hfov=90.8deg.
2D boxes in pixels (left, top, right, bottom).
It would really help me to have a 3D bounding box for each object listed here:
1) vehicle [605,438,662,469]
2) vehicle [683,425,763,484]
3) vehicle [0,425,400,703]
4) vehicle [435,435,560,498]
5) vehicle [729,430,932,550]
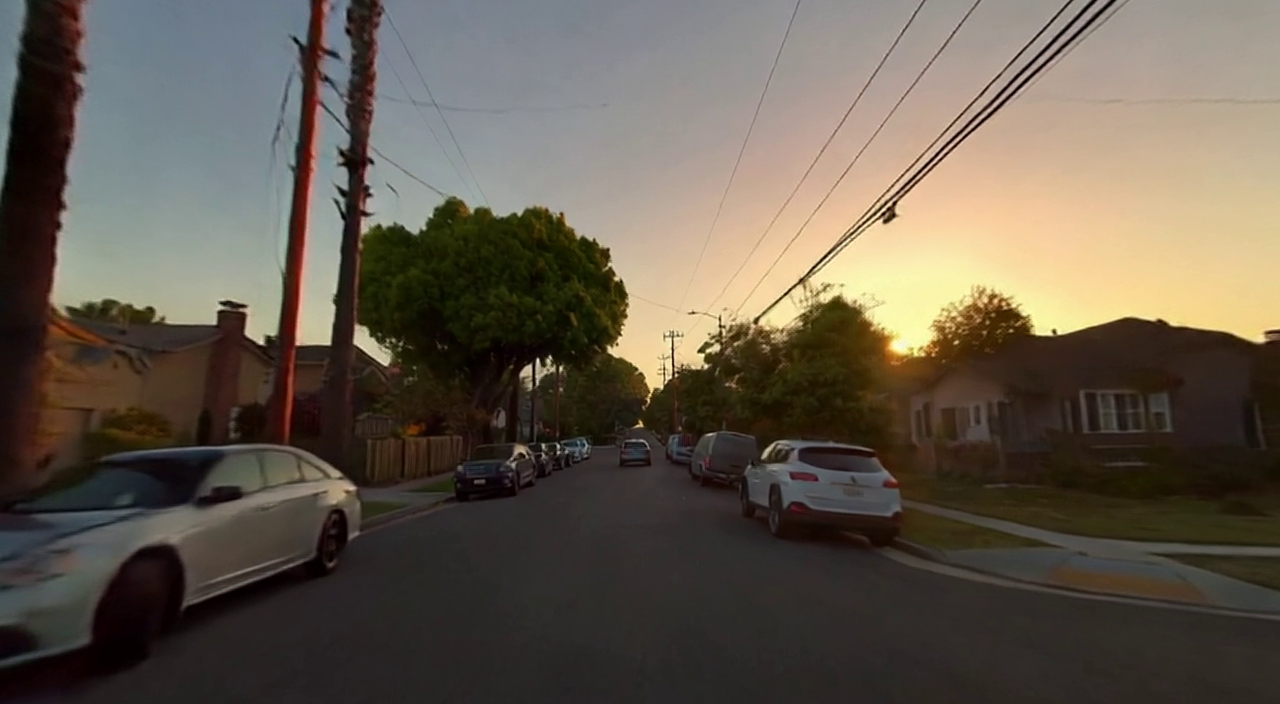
[{"bbox_3d":[-0.432,5.299,33.297,2.081,1.483,4.599,2,-8,-12],"label":"vehicle"},{"bbox_3d":[3.005,3.903,24.258,2.292,1.981,5.277,0,-8,-1],"label":"vehicle"},{"bbox_3d":[-4.156,1.546,5.948,1.769,1.551,5.040,0,-8,0],"label":"vehicle"},{"bbox_3d":[-3.924,3.258,18.551,2.130,1.543,5.386,0,-8,3],"label":"vehicle"},{"bbox_3d":[2.937,2.231,11.017,2.060,1.614,4.652,0,-8,0],"label":"vehicle"}]
